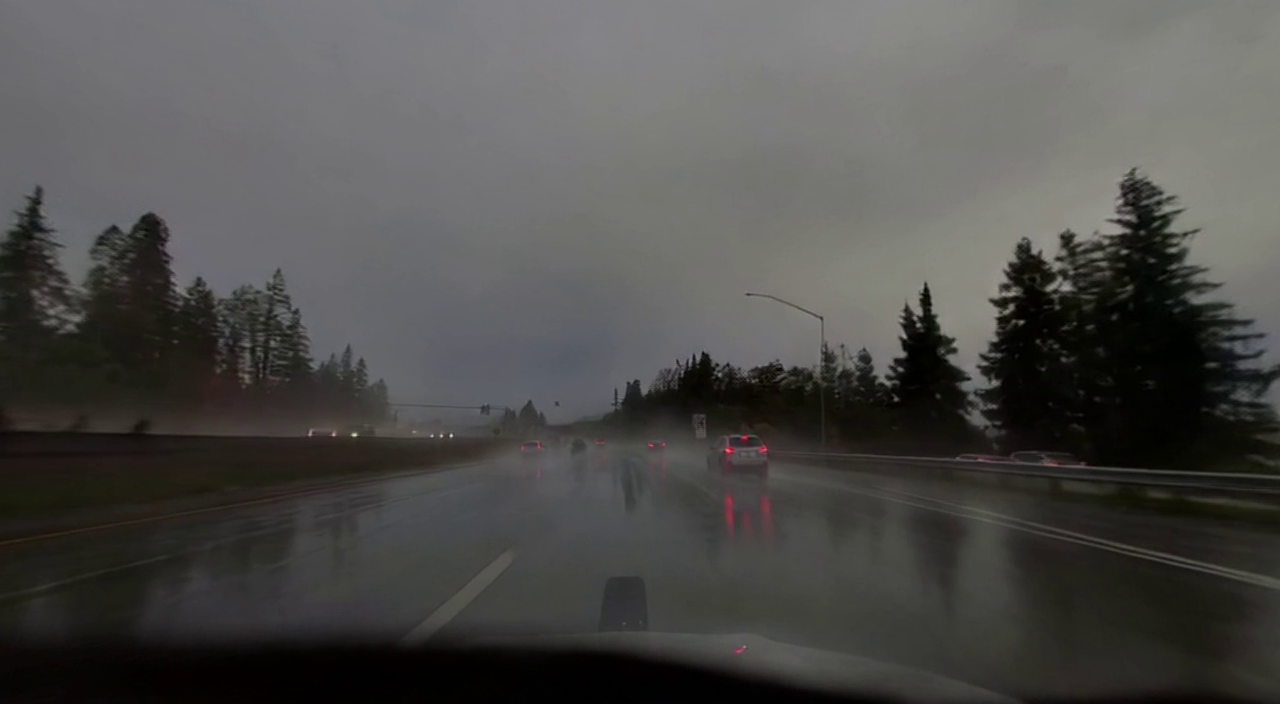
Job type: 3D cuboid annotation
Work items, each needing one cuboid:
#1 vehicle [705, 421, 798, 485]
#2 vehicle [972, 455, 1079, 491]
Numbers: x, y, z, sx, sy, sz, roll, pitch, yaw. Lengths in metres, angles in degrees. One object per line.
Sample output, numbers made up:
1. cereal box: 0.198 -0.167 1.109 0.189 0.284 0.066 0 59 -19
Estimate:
1. vehicle: 3.421 3.223 20.317 2.043 1.795 4.347 0 -8 -2
2. vehicle: 19.491 6.080 32.188 2.033 1.580 4.752 1 -8 -8
